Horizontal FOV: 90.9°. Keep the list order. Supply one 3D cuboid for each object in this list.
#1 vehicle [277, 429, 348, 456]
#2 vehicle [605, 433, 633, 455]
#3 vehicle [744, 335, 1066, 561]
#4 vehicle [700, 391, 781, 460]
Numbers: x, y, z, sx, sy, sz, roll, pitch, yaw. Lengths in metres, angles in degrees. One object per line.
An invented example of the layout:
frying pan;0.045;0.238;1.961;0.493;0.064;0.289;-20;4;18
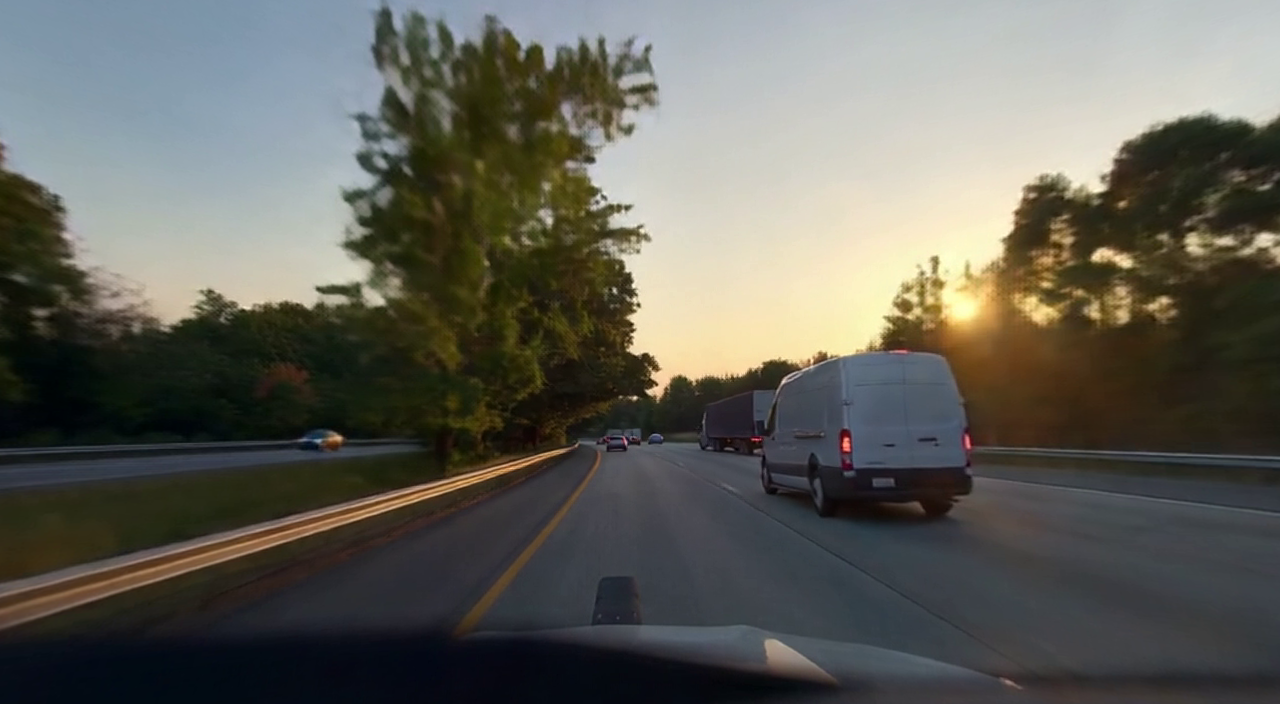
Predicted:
vehicle;-19.363;5.357;37.557;1.860;1.500;4.781;0;-8;-3
vehicle;-1.649;7.122;48.972;2.088;1.671;4.068;0;-8;-2
vehicle;3.428;1.415;9.840;2.436;2.521;5.409;0;-8;-2
vehicle;6.644;5.294;44.482;2.888;4.093;14.227;0;-8;-2
